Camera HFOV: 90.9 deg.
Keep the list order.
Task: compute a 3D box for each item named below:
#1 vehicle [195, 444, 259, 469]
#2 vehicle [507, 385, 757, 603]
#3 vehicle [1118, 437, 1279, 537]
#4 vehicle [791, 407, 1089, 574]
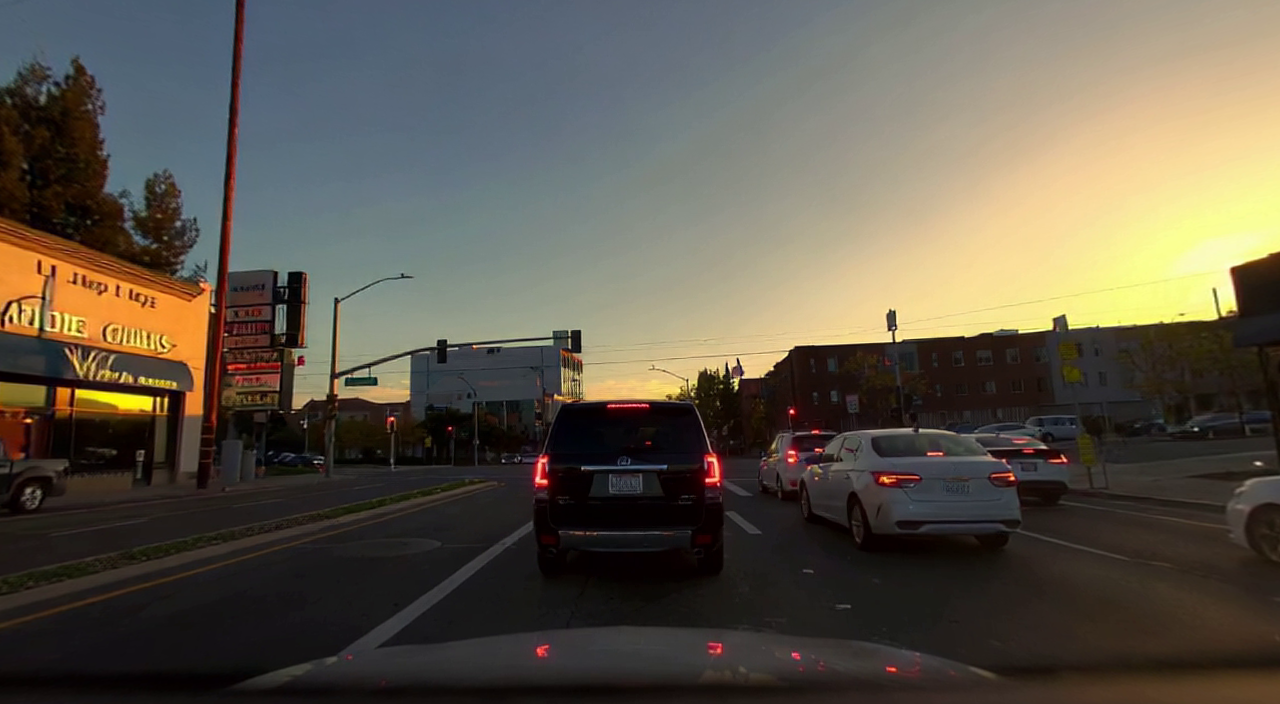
[{"bbox_3d":[-27.357,6.884,41.906,1.693,1.563,3.716,0,-8,0],"label":"vehicle"},{"bbox_3d":[0.020,1.540,7.682,2.154,1.861,4.280,0,-8,3],"label":"vehicle"},{"bbox_3d":[10.419,2.128,10.227,1.815,1.468,4.534,0,-8,1],"label":"vehicle"},{"bbox_3d":[3.642,1.762,8.788,2.036,1.719,4.318,0,-8,0],"label":"vehicle"}]
